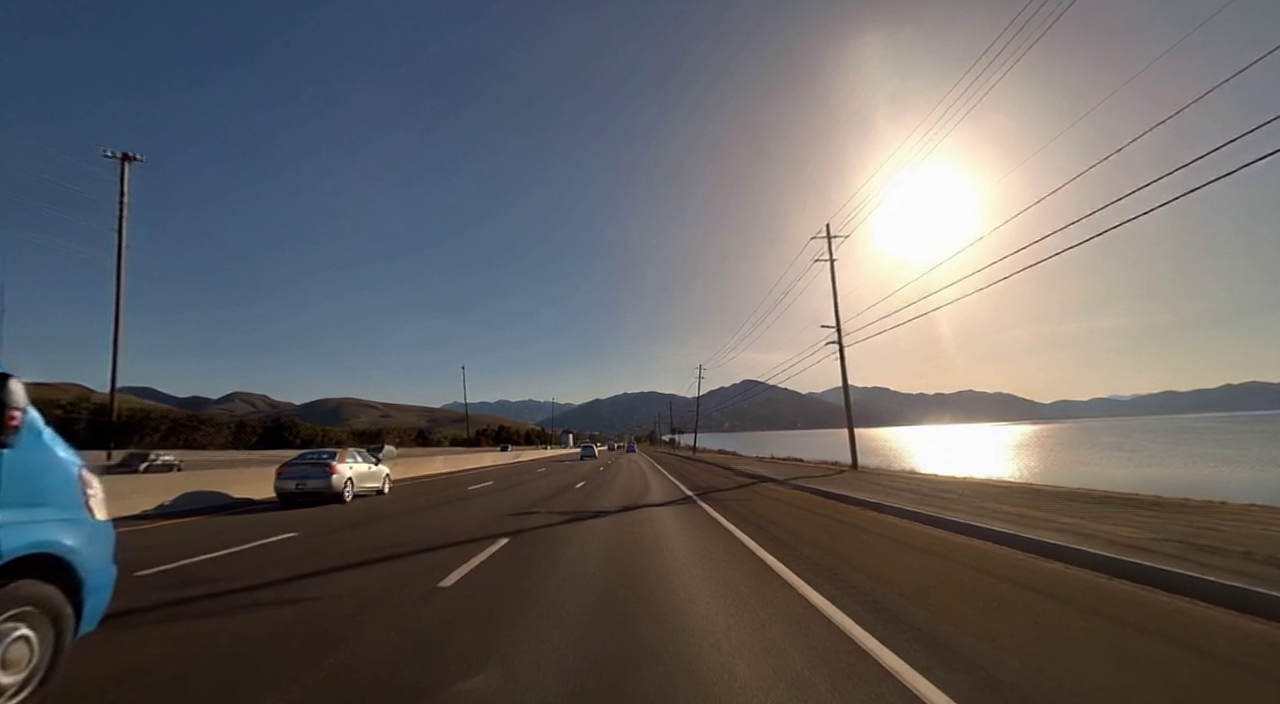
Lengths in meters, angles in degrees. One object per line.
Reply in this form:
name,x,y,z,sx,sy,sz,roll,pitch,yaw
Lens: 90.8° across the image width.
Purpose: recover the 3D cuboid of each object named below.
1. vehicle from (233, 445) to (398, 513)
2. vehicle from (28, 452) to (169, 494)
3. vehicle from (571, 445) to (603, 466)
vehicle,-8.001,3.137,16.168,1.847,1.456,4.471,0,-9,0
vehicle,-21.524,4.802,25.386,1.933,1.471,4.226,0,-9,-1
vehicle,-3.993,7.862,48.266,2.097,1.514,4.209,0,-9,-1
